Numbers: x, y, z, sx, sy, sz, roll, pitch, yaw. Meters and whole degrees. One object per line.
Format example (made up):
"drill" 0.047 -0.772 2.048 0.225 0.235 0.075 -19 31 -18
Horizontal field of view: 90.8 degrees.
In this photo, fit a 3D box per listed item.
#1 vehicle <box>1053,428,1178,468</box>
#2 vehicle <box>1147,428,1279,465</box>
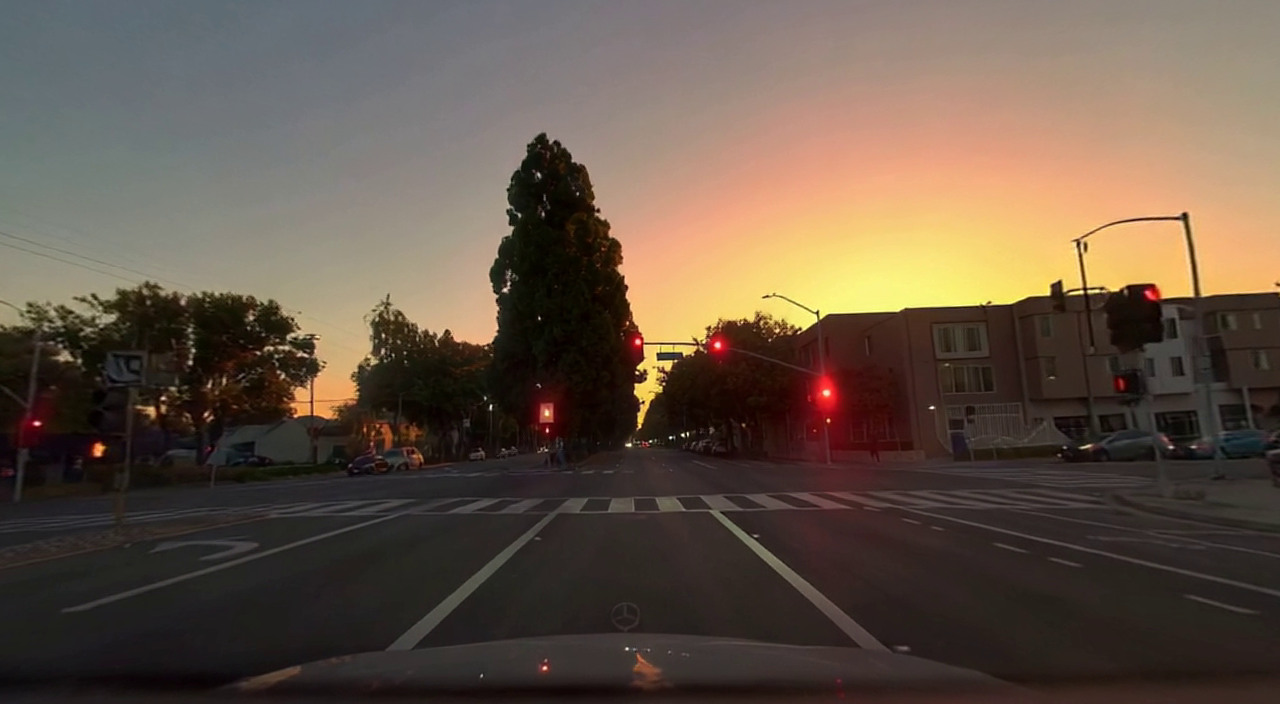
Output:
"vehicle" 22.089 4.459 29.481 4.323 1.746 1.872 0 -8 -3
"vehicle" 27.323 4.481 29.962 4.910 1.644 2.032 0 -8 -4
